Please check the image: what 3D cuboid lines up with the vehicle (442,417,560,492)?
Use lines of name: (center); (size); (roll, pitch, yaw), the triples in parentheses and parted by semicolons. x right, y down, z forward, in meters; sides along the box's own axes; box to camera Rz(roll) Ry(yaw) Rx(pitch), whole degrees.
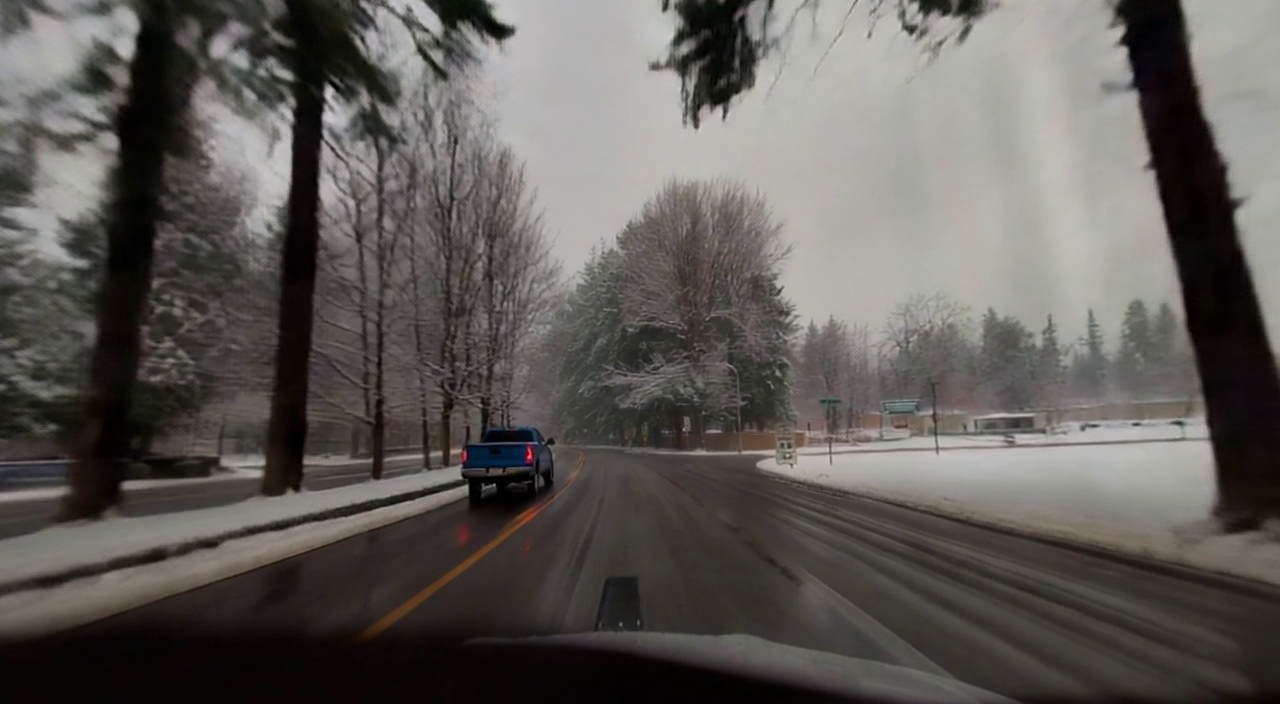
vehicle: (-3.874, 3.045, 19.021); (2.267, 1.849, 6.402); (0, -8, -2)
